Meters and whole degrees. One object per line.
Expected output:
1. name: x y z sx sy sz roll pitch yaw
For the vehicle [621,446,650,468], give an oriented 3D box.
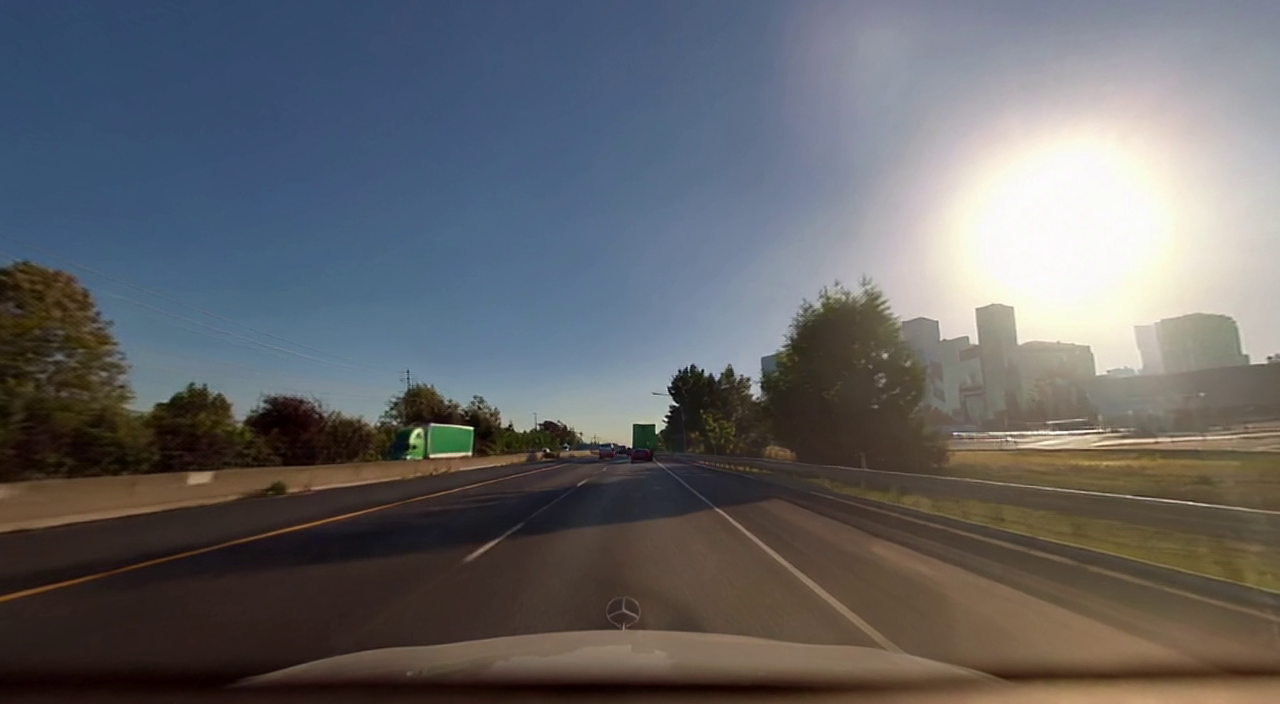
1. vehicle: -0.330 7.915 47.670 2.094 1.559 3.945 0 -9 0
